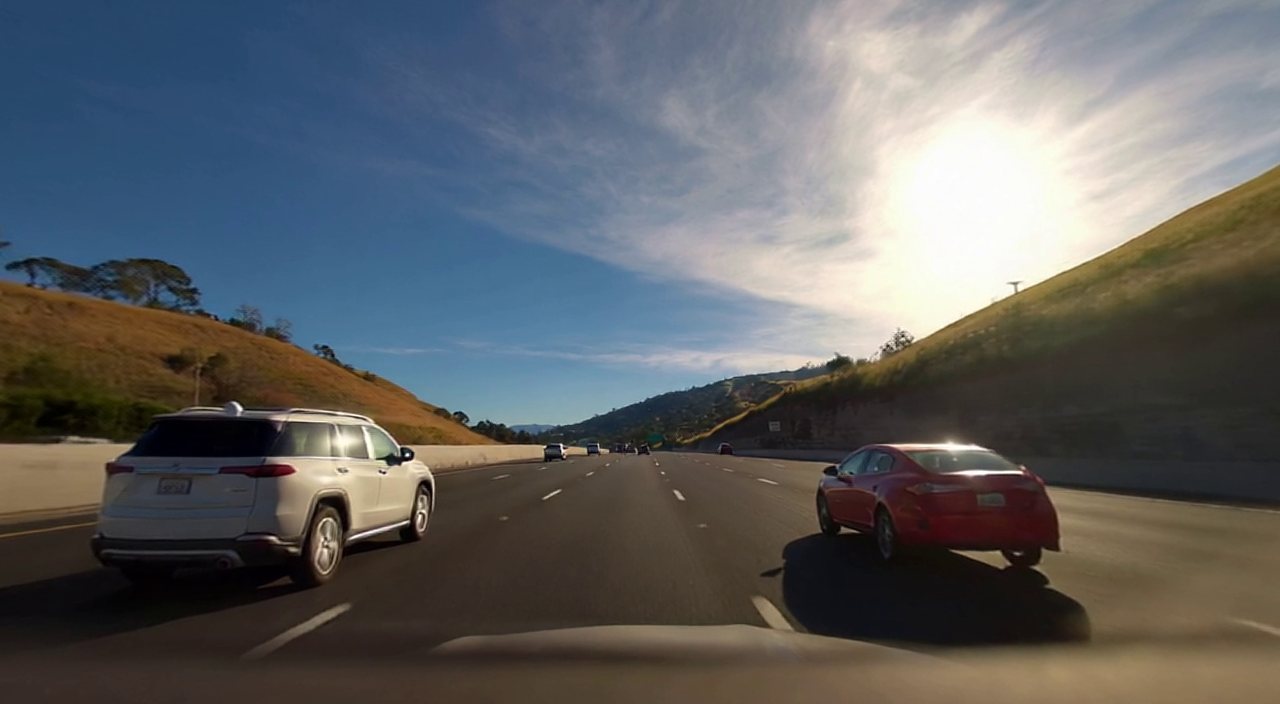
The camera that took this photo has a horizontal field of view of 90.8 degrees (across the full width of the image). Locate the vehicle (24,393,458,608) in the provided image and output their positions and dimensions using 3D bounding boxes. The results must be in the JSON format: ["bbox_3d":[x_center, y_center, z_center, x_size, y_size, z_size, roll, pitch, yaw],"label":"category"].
[{"bbox_3d":[-3.903,1.548,7.505,2.047,1.715,4.689,0,-9,0],"label":"vehicle"}]

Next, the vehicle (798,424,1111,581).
[{"bbox_3d":[3.576,1.776,8.288,1.847,1.493,4.303,0,-9,-1],"label":"vehicle"}]
